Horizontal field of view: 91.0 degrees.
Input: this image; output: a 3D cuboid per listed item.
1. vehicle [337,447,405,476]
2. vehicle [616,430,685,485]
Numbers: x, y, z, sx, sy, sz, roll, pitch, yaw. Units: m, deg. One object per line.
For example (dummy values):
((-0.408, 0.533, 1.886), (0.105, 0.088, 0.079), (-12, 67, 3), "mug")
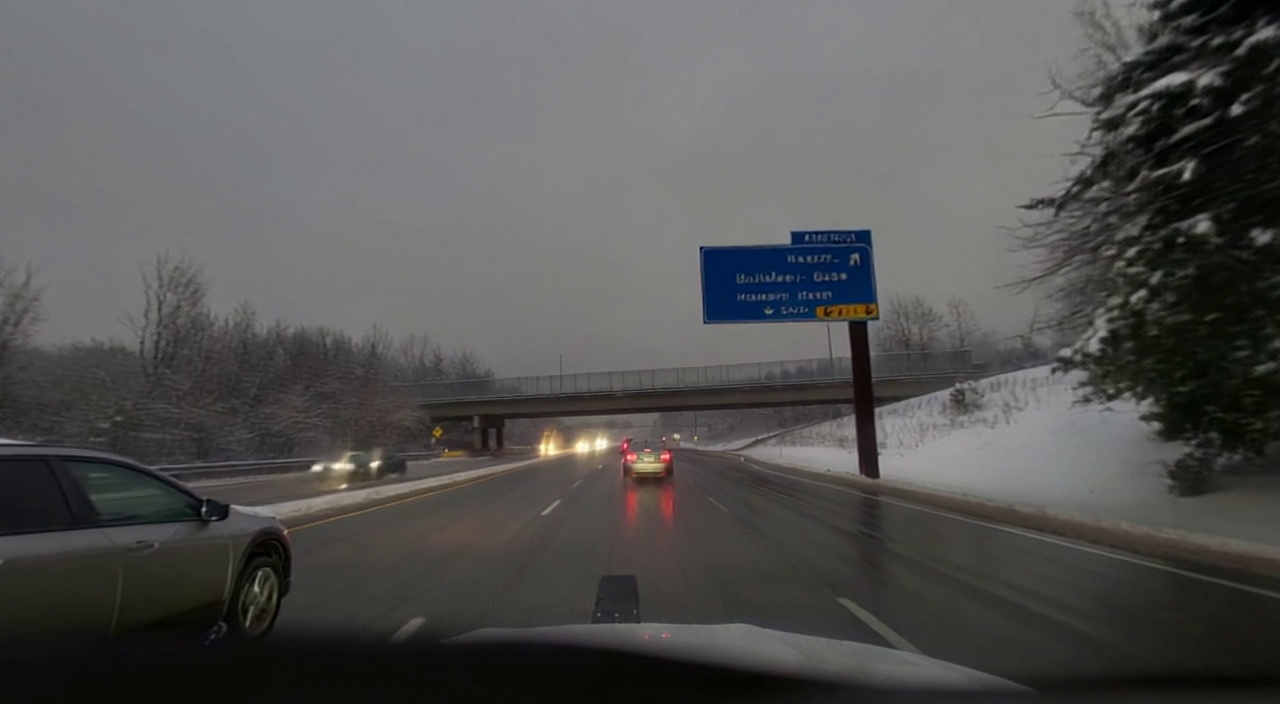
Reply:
((-15.225, 6.204, 35.884), (1.876, 1.450, 4.551), (-1, -8, 0), "vehicle")
((0.236, 3.519, 21.358), (2.092, 1.636, 4.024), (0, -8, -2), "vehicle")
